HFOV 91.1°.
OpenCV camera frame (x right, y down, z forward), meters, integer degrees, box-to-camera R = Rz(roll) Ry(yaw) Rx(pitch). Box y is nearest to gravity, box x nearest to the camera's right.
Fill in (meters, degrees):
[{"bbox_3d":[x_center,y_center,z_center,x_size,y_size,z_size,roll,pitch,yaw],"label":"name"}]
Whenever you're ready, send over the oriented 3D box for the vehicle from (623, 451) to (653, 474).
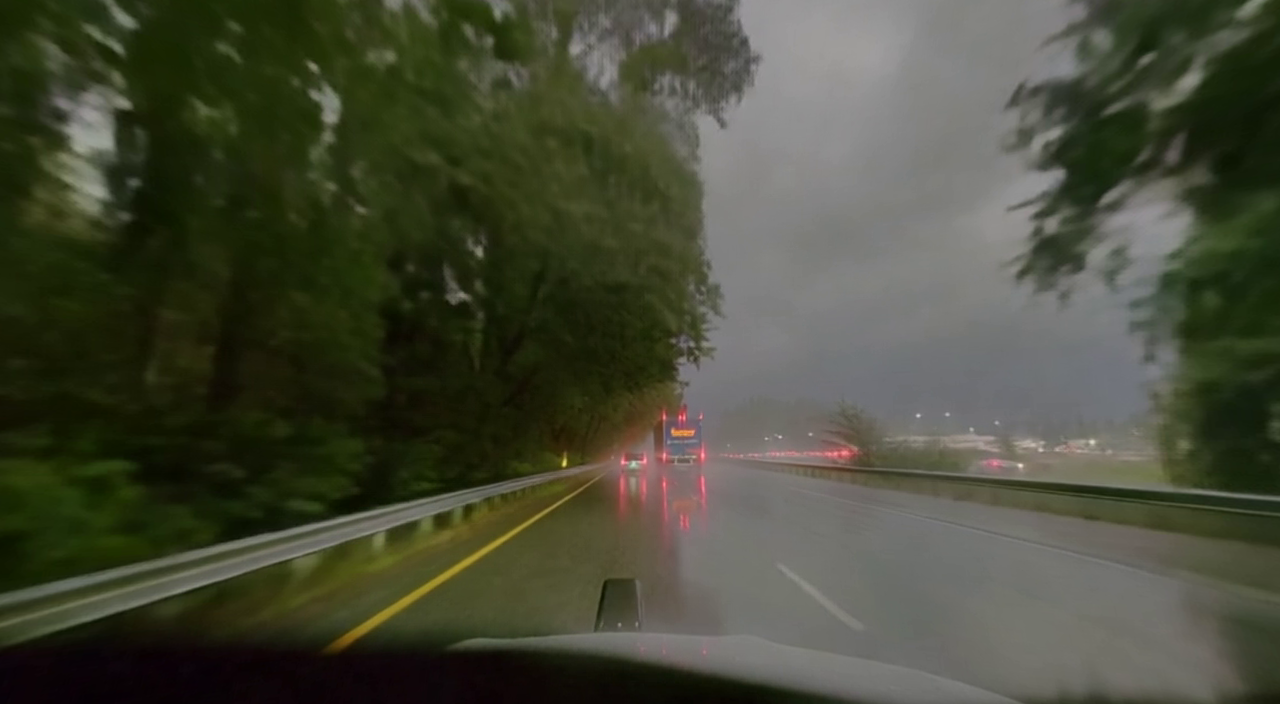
[{"bbox_3d":[-0.124,7.788,44.674,2.057,1.528,3.958,-1,-9,0],"label":"vehicle"}]
